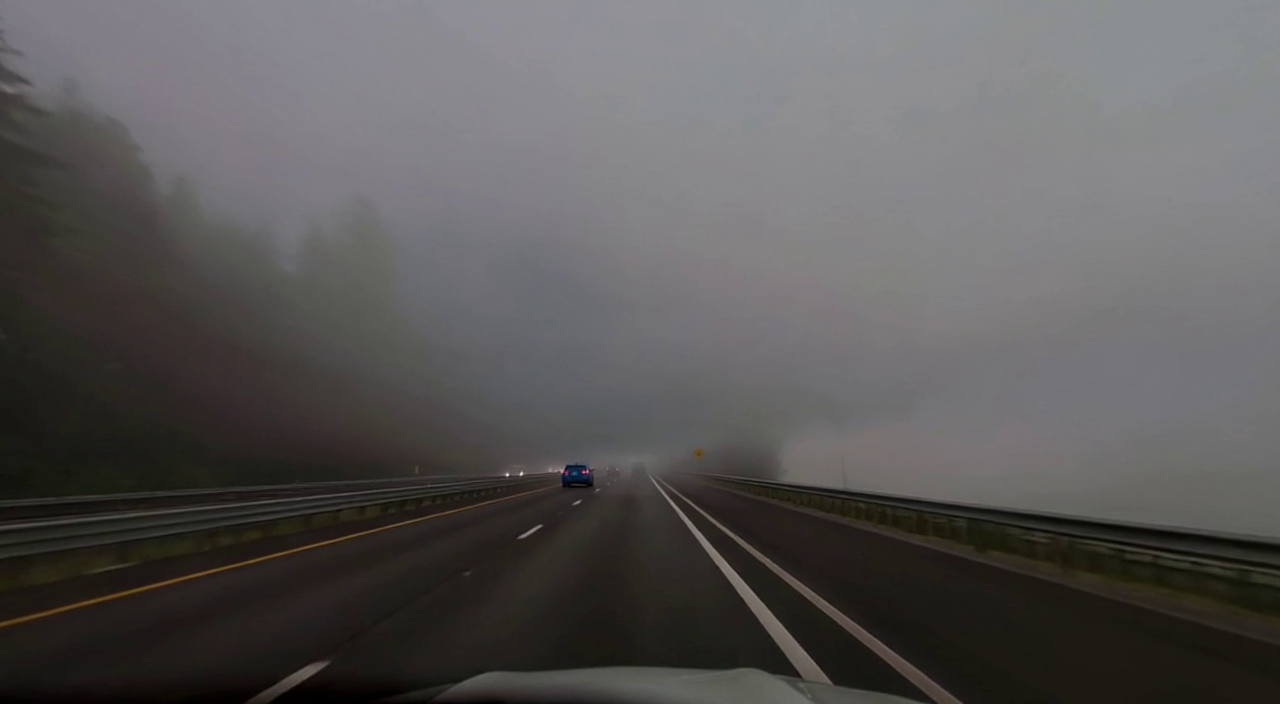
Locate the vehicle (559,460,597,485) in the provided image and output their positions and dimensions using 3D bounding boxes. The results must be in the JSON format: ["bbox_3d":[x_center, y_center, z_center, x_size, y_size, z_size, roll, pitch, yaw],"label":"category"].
[{"bbox_3d":[-4.037,8.004,41.941,2.081,1.586,4.245,1,-10,0],"label":"vehicle"}]
